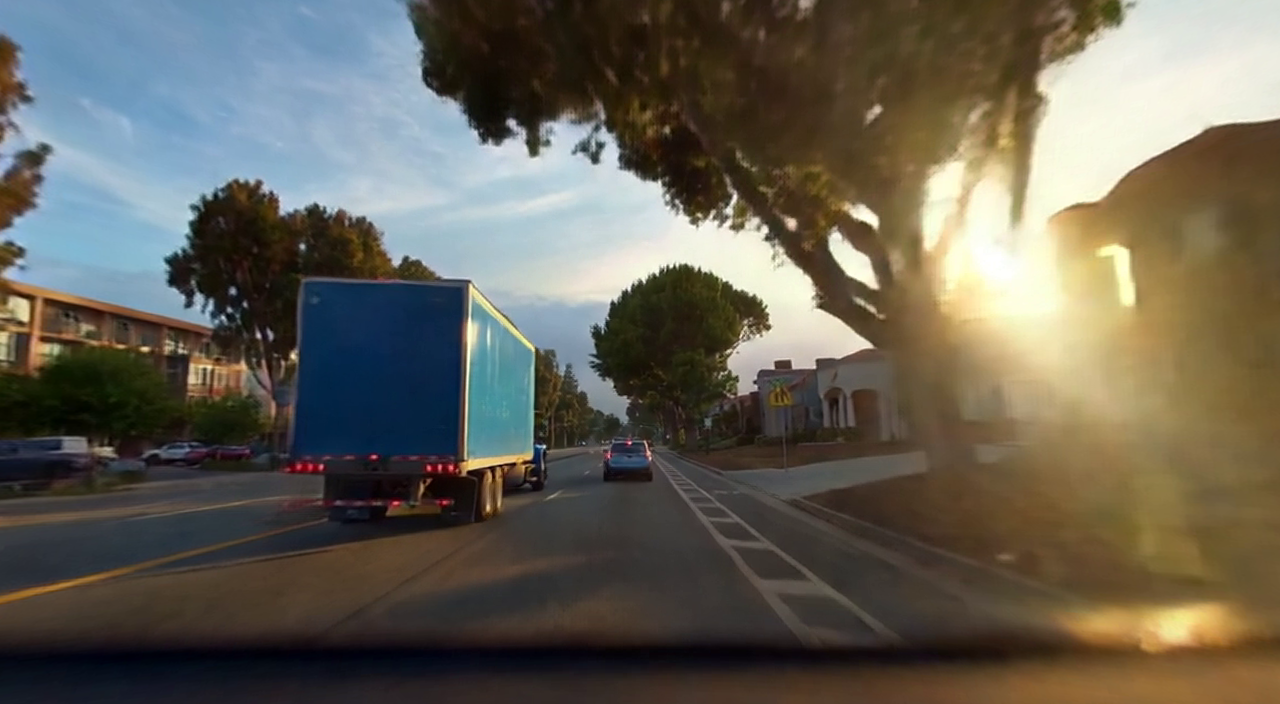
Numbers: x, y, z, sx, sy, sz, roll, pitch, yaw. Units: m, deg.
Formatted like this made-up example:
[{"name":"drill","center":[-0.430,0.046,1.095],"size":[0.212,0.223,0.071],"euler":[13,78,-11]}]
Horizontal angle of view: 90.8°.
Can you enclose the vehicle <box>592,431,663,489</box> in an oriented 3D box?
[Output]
[{"name":"vehicle","center":[-0.411,3.470,20.572],"size":[2.094,1.682,3.866],"euler":[0,-9,-1]}]

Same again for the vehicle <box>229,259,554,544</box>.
[{"name":"vehicle","center":[-4.037,1.384,13.826],"size":[2.996,3.902,10.410],"euler":[0,-9,-1]}]
